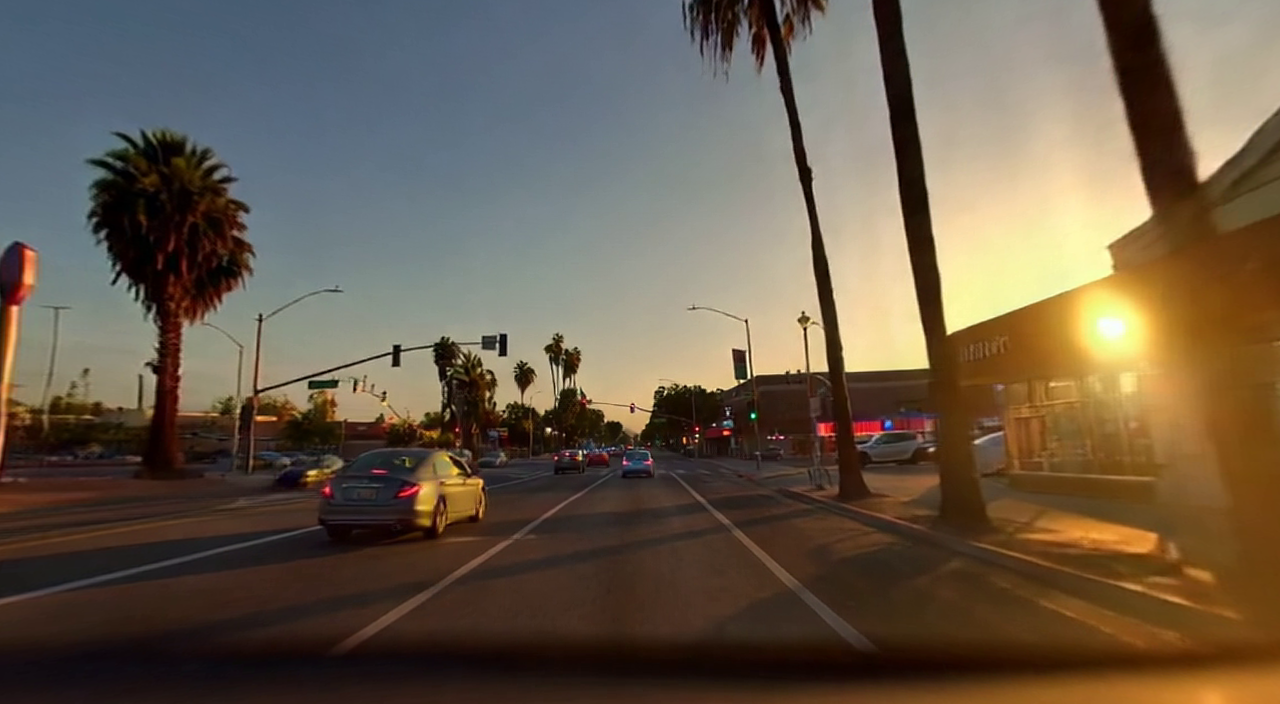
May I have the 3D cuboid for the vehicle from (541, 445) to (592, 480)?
[{"bbox_3d":[-3.648,5.554,31.794,1.979,1.634,3.957,-1,-8,2],"label":"vehicle"}]

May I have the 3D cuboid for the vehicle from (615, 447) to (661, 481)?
[{"bbox_3d":[-0.038,5.453,30.792,2.094,1.496,4.070,0,-8,1],"label":"vehicle"}]

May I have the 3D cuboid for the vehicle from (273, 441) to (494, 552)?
[{"bbox_3d":[-4.077,2.333,10.960,1.904,1.513,4.410,0,-9,1],"label":"vehicle"}]

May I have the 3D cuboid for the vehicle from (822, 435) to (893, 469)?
[{"bbox_3d":[11.141,5.142,32.499,1.982,1.623,4.211,0,-9,-2],"label":"vehicle"}]

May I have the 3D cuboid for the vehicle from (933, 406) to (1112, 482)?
[{"bbox_3d":[11.104,2.783,18.870,2.111,1.875,5.301,-2,-9,1],"label":"vehicle"}]

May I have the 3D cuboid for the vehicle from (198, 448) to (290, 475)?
[{"bbox_3d":[-30.870,8.554,49.015,5.616,1.927,2.324,-1,-8,2],"label":"vehicle"}]

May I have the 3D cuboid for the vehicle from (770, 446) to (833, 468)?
[{"bbox_3d":[11.570,7.492,44.936,3.980,1.486,2.059,5,-10,-30],"label":"vehicle"}]

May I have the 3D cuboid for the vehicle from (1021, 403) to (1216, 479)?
[{"bbox_3d":[13.887,2.695,18.713,2.003,1.910,4.725,-2,-9,0],"label":"vehicle"}]
